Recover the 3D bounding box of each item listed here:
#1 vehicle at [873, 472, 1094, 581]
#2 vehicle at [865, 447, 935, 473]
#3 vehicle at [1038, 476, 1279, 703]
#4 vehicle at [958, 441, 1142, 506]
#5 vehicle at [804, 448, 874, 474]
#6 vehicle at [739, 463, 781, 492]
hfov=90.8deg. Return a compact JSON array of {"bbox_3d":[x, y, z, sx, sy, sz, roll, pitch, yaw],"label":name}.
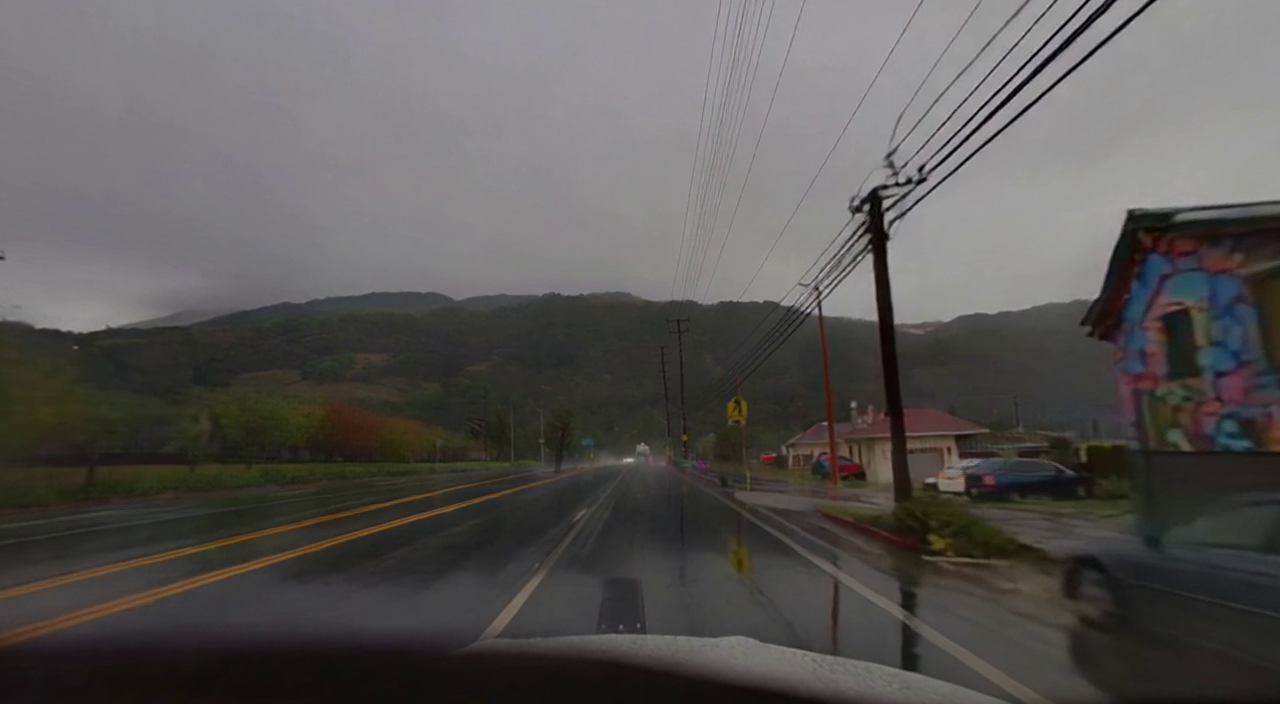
[{"bbox_3d":[6.048,3.081,11.797,1.926,1.497,3.988,0,-8,1],"label":"vehicle"},{"bbox_3d":[17.227,7.143,42.002,3.878,1.663,1.752,0,-8,2],"label":"vehicle"},{"bbox_3d":[6.029,2.023,5.493,1.966,1.829,4.812,-1,-12,1],"label":"vehicle"},{"bbox_3d":[14.881,4.439,23.212,4.982,1.869,2.265,-4,-11,0],"label":"vehicle"},{"bbox_3d":[15.409,8.477,49.150,4.798,1.934,1.908,0,-8,1],"label":"vehicle"},{"bbox_3d":[6.818,7.166,36.312,1.781,1.432,4.169,0,-8,2],"label":"vehicle"}]
